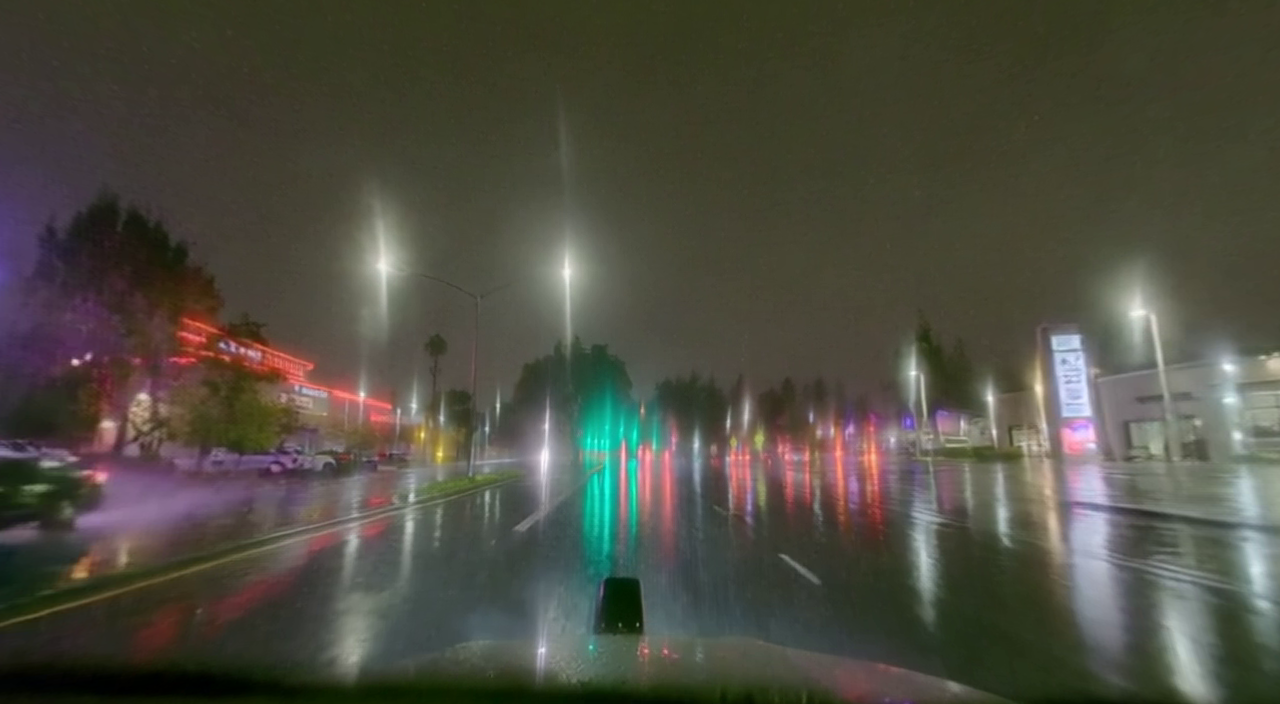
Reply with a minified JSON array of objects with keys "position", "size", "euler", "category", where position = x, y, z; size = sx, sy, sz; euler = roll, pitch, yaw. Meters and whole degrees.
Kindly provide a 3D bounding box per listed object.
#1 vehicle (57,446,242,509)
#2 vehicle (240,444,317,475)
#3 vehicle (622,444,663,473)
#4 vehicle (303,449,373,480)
[{"position":[-15.830,4.023,20.792],"size":[2.149,1.795,4.980],"euler":[0,-9,-1],"category":"vehicle"},{"position":[-24.233,7.196,42.465],"size":[2.146,1.939,5.462],"euler":[1,-9,-3],"category":"vehicle"},{"position":[0.089,5.688,33.778],"size":[1.998,1.452,3.773],"euler":[0,-9,-2],"category":"vehicle"},{"position":[-19.528,7.275,40.955],"size":[2.072,1.804,5.136],"euler":[-1,-9,-1],"category":"vehicle"}]
